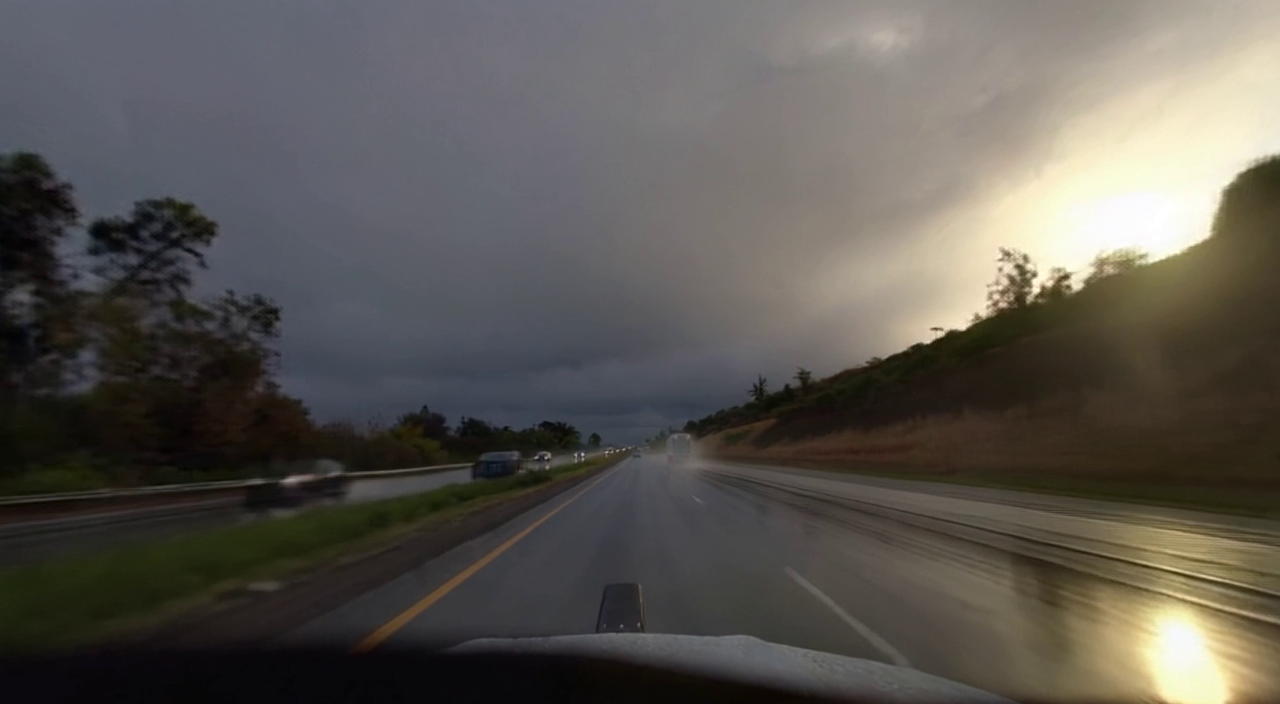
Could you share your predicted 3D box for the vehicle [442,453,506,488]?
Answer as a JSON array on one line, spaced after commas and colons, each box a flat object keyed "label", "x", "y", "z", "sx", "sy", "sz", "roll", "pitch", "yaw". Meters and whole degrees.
[{"label": "vehicle", "x": -7.517, "y": 5.411, "z": 29.039, "sx": 1.788, "sy": 1.451, "sz": 4.386, "roll": 0, "pitch": -9, "yaw": 0}]

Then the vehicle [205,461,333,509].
[{"label": "vehicle", "x": -11.776, "y": 4.216, "z": 20.359, "sx": 1.824, "sy": 1.323, "sz": 3.790, "roll": 0, "pitch": -9, "yaw": 0}]
